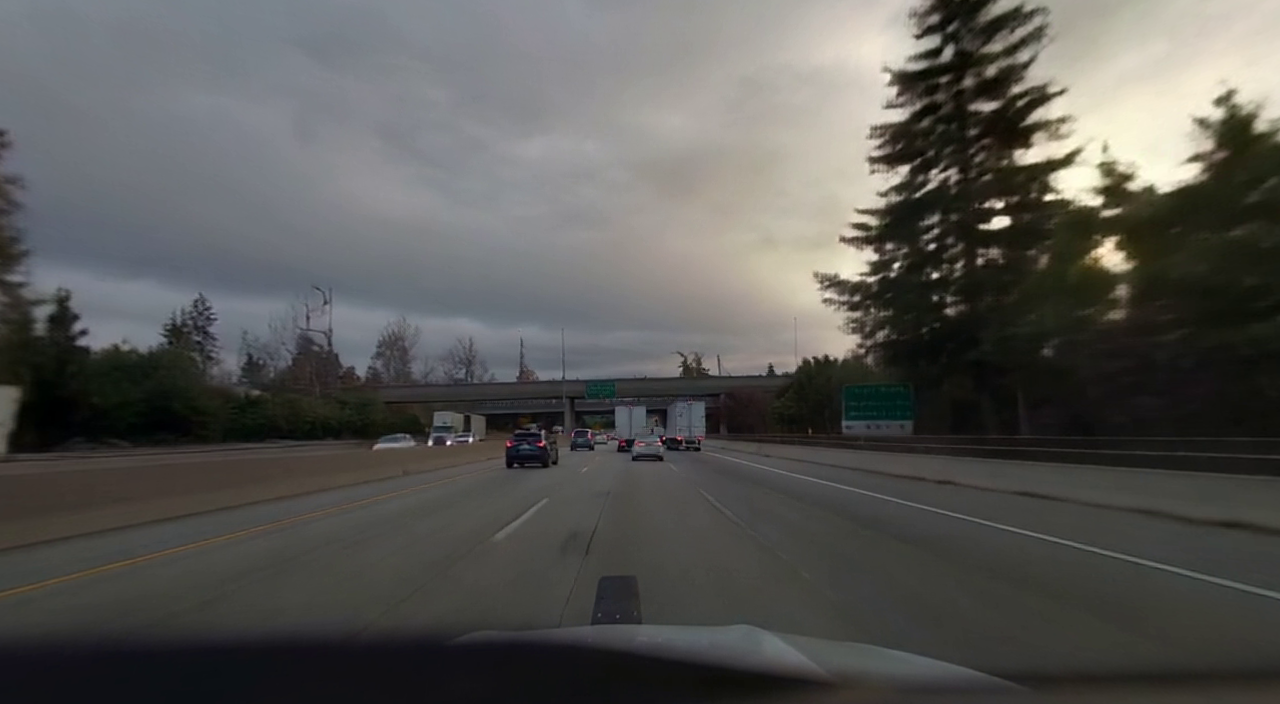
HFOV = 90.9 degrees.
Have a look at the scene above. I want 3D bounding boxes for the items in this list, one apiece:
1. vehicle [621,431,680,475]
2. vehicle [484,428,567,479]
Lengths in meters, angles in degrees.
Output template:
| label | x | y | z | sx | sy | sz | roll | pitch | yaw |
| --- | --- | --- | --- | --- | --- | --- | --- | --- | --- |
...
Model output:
| label | x | y | z | sx | sy | sz | roll | pitch | yaw |
| --- | --- | --- | --- | --- | --- | --- | --- | --- | --- |
| vehicle | 0.322 | 3.751 | 23.729 | 2.059 | 1.522 | 3.693 | 0 | -8 | -1 |
| vehicle | -3.761 | 3.405 | 21.578 | 1.979 | 1.527 | 4.754 | 0 | -8 | 0 |
